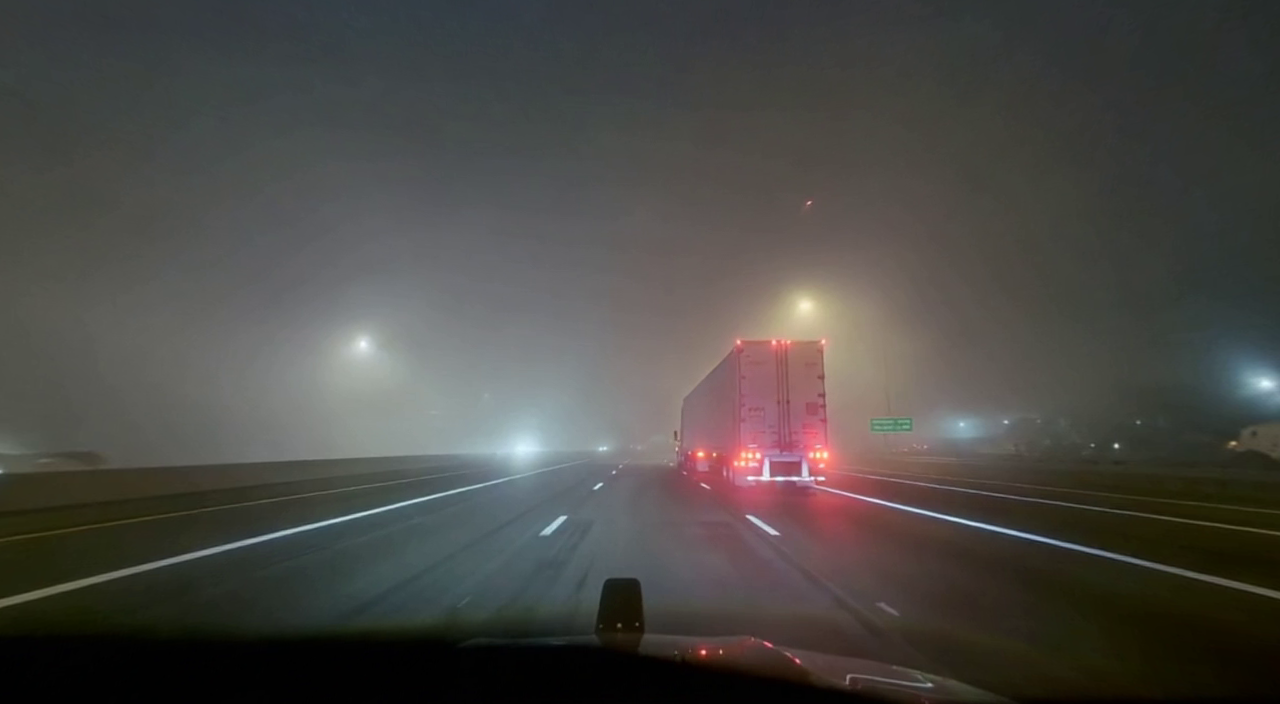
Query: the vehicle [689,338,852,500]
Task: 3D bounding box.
[{"bbox_3d":[3.943,2.872,24.129,2.949,4.149,16.046,0,-9,1],"label":"vehicle"}]
